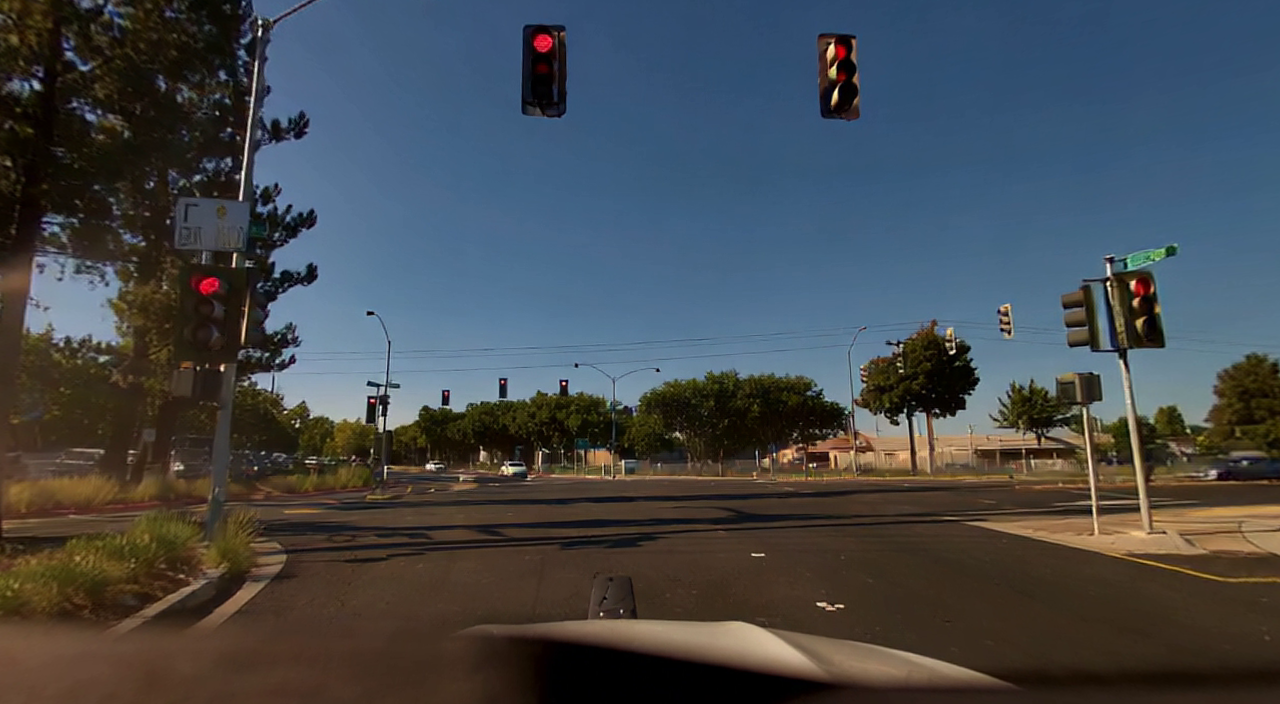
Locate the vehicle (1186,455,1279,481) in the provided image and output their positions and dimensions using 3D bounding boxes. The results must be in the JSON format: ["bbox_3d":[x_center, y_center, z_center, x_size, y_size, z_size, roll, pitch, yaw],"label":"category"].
[{"bbox_3d":[36.195,6.991,37.960,4.555,1.474,1.914,-1,-9,5],"label":"vehicle"}]

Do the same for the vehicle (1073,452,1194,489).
[{"bbox_3d":[22.718,5.453,29.109,3.998,1.590,1.936,1,-11,-6],"label":"vehicle"}]

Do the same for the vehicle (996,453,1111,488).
[{"bbox_3d":[21.221,6.116,32.461,4.455,1.647,2.124,1,-12,-6],"label":"vehicle"}]

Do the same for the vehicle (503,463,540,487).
[{"bbox_3d":[-8.951,9.294,47.798,2.045,1.608,3.709,0,-8,1],"label":"vehicle"}]
